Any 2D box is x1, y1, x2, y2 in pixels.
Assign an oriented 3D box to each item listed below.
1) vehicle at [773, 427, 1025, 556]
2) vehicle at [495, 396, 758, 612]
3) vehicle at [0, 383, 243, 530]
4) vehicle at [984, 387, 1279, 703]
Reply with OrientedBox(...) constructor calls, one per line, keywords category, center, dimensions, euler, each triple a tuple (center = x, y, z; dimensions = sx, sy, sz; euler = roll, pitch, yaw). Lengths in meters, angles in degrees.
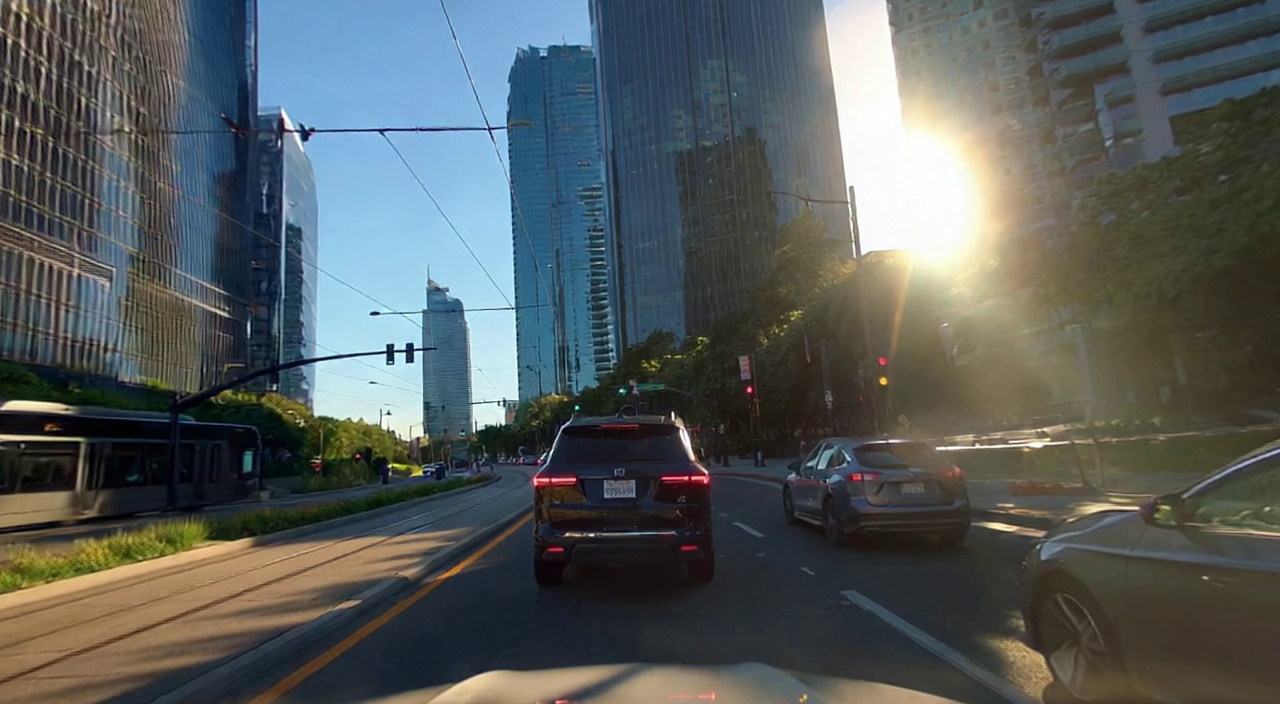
OrientedBox(category="vehicle", center=(3.667, 2.044, 10.006), dimensions=(2.128, 1.582, 4.188), euler=(0, -8, -1))
OrientedBox(category="vehicle", center=(-0.190, 1.573, 7.465), dimensions=(2.178, 1.779, 4.255), euler=(0, -8, -2))
OrientedBox(category="vehicle", center=(-19.729, 4.077, 23.086), dimensions=(3.393, 4.045, 11.306), euler=(-6, -11, -1))
OrientedBox(category="vehicle", center=(3.138, 0.794, 1.638), dimensions=(1.993, 1.480, 4.324), euler=(0, -8, -1))
